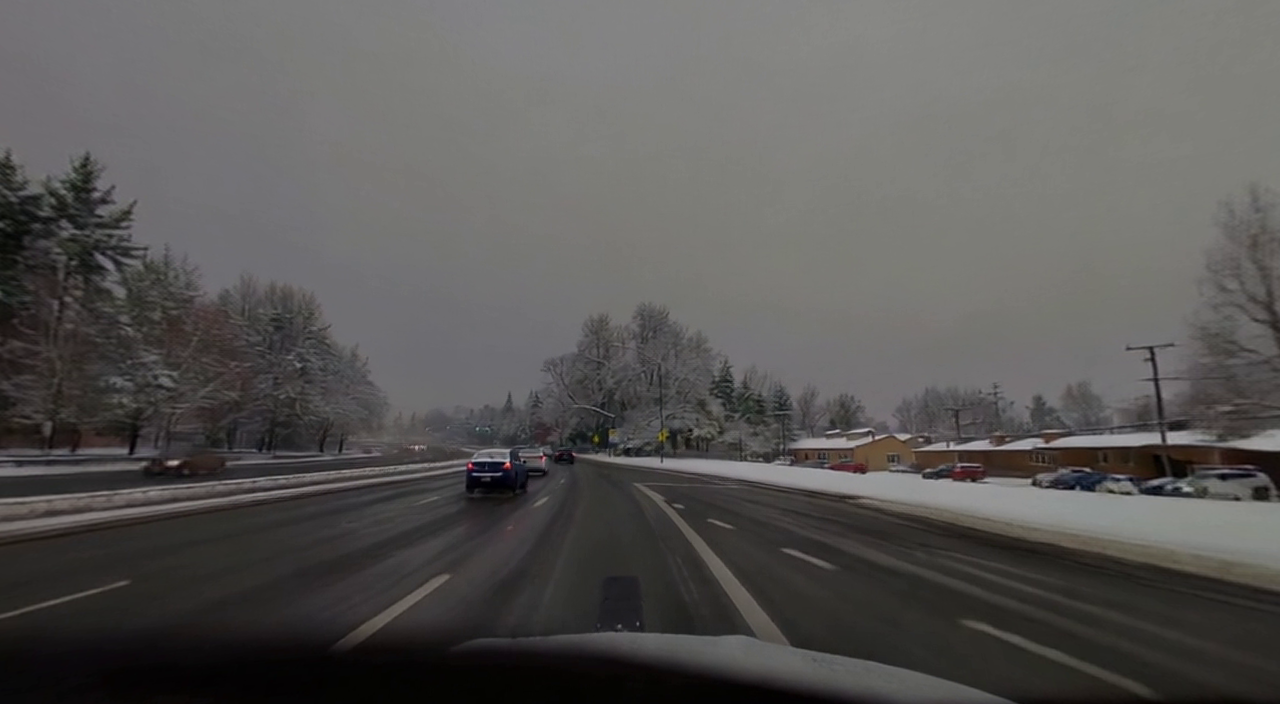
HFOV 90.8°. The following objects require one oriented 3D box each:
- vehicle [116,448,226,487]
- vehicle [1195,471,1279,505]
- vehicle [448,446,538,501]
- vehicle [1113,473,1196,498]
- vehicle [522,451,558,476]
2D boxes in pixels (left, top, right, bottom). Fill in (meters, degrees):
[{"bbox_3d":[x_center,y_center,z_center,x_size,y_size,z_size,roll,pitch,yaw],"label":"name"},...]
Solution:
[{"bbox_3d":[-20.661,5.063,28.072,1.844,1.582,4.218,0,-8,-4],"label":"vehicle"},{"bbox_3d":[37.086,8.188,38.238,1.973,1.671,5.072,1,-9,-6],"label":"vehicle"},{"bbox_3d":[-4.746,3.952,21.083,2.098,1.613,4.606,0,-8,-3],"label":"vehicle"},{"bbox_3d":[36.074,9.345,44.427,1.721,1.487,4.510,1,-9,-6],"label":"vehicle"},{"bbox_3d":[-6.340,7.101,40.425,1.904,1.476,3.736,0,-8,-4],"label":"vehicle"}]
